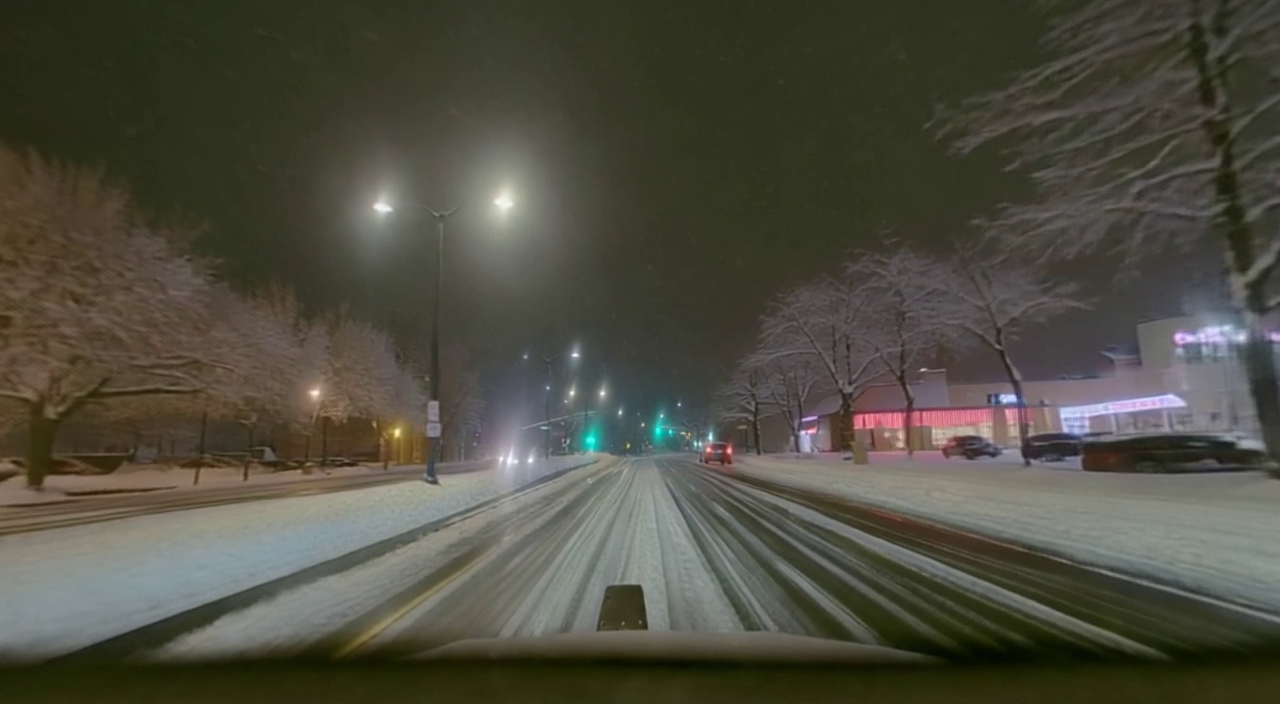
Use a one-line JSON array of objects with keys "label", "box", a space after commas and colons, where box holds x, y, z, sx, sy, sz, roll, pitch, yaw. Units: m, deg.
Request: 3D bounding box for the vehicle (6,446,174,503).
[{"label": "vehicle", "box": [-19.939, 4.415, 23.115, 2.043, 1.827, 4.547, -1, -9, 0]}]

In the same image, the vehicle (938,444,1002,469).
[{"label": "vehicle", "box": [23.041, 7.280, 44.034, 2.025, 1.586, 4.486, 0, -8, 1]}]

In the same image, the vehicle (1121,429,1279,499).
[{"label": "vehicle", "box": [16.535, 3.169, 18.106, 4.543, 1.768, 2.234, 4, -9, -26]}]

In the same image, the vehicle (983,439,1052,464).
[{"label": "vehicle", "box": [25.951, 6.827, 43.356, 1.908, 1.617, 4.452, 0, -9, -2]}]

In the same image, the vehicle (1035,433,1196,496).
[{"label": "vehicle", "box": [15.975, 3.703, 21.101, 4.804, 1.890, 2.247, 4, -10, -26]}]
